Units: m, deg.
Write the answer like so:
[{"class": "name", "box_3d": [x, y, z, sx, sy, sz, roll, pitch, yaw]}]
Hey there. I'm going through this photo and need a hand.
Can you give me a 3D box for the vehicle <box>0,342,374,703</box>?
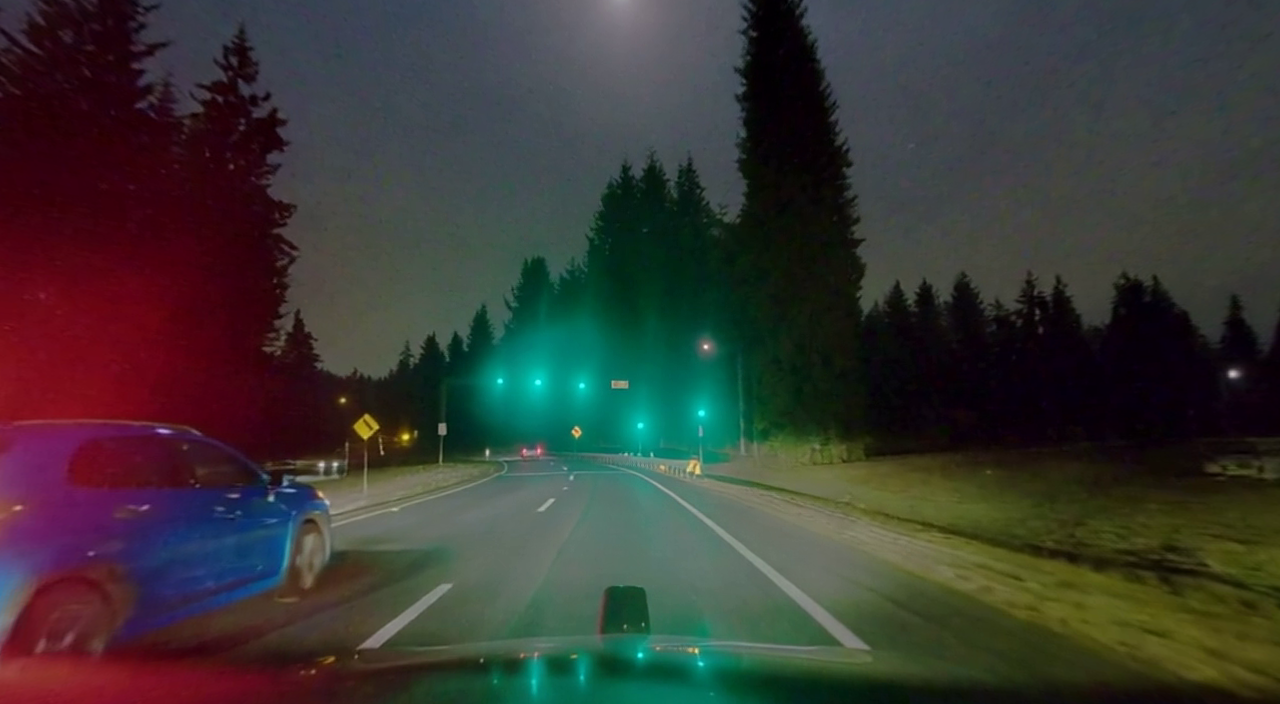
[{"class": "vehicle", "box_3d": [-4.204, 1.153, 4.715, 2.336, 1.857, 4.986, 0, -8, -1]}]
